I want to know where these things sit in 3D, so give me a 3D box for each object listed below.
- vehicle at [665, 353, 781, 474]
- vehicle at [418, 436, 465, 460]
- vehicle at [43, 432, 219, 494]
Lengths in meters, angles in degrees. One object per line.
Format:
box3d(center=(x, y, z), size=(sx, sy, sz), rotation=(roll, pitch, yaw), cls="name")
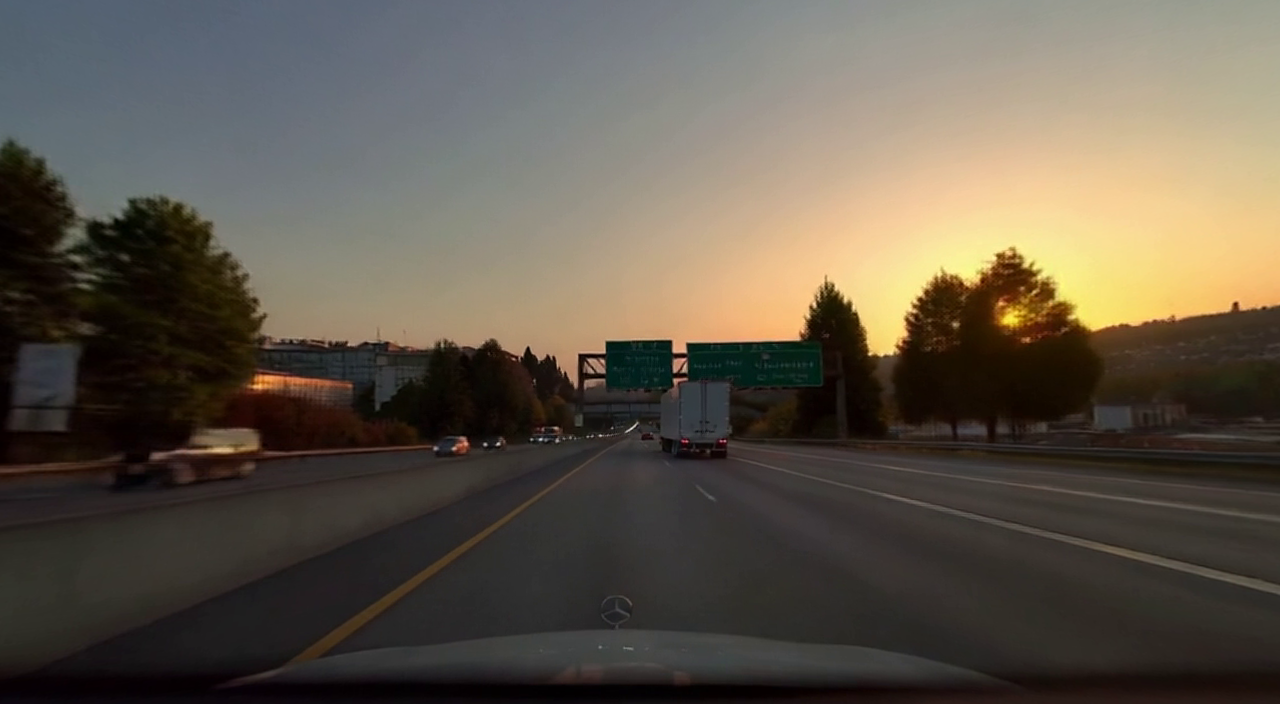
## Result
box3d(center=(2.996, 2.876, 27.546), size=(2.954, 3.995, 13.335), rotation=(0, -7, -1), cls="vehicle")
box3d(center=(-13.700, 6.609, 43.727), size=(1.896, 1.577, 4.074), rotation=(0, -7, 0), cls="vehicle")
box3d(center=(-17.673, 3.816, 22.340), size=(2.031, 1.922, 5.065), rotation=(0, -7, -1), cls="vehicle")
